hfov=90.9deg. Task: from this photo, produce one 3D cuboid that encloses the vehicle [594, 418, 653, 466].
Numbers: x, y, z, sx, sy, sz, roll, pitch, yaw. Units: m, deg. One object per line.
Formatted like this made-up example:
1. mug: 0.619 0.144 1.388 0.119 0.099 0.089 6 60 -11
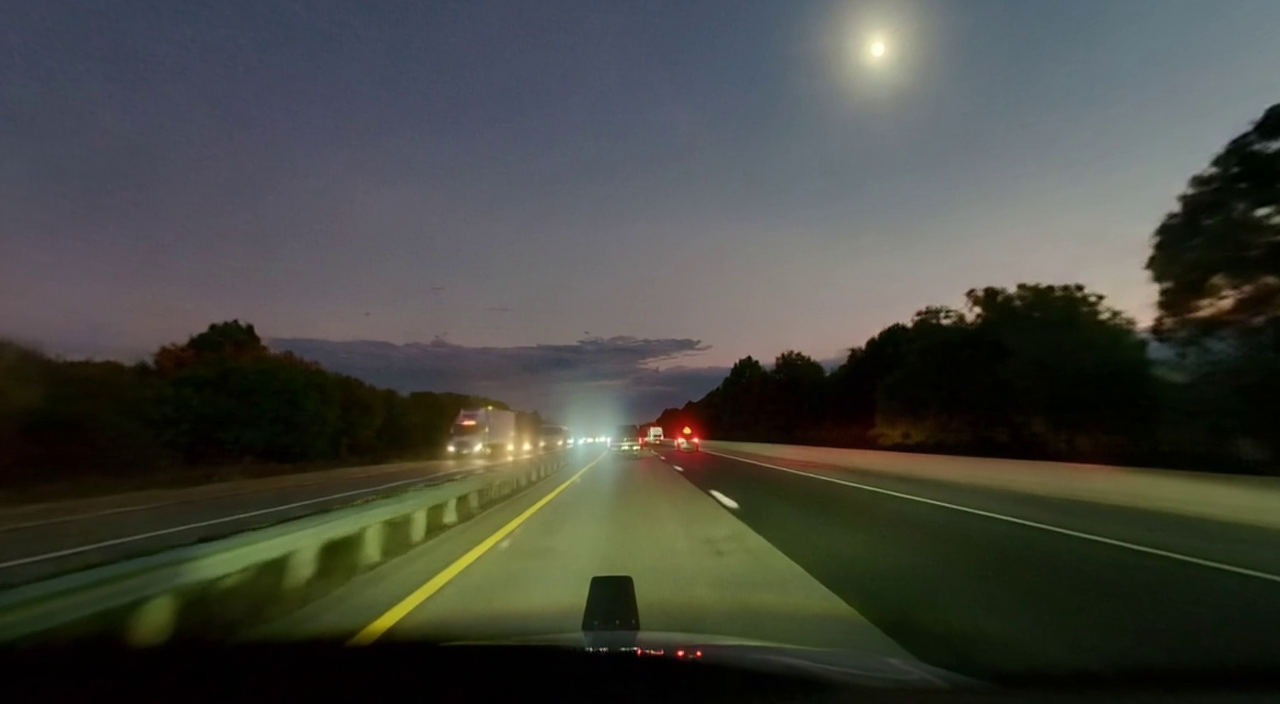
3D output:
1. vehicle: -0.772 4.150 29.150 2.503 2.044 4.633 0 -8 -2
